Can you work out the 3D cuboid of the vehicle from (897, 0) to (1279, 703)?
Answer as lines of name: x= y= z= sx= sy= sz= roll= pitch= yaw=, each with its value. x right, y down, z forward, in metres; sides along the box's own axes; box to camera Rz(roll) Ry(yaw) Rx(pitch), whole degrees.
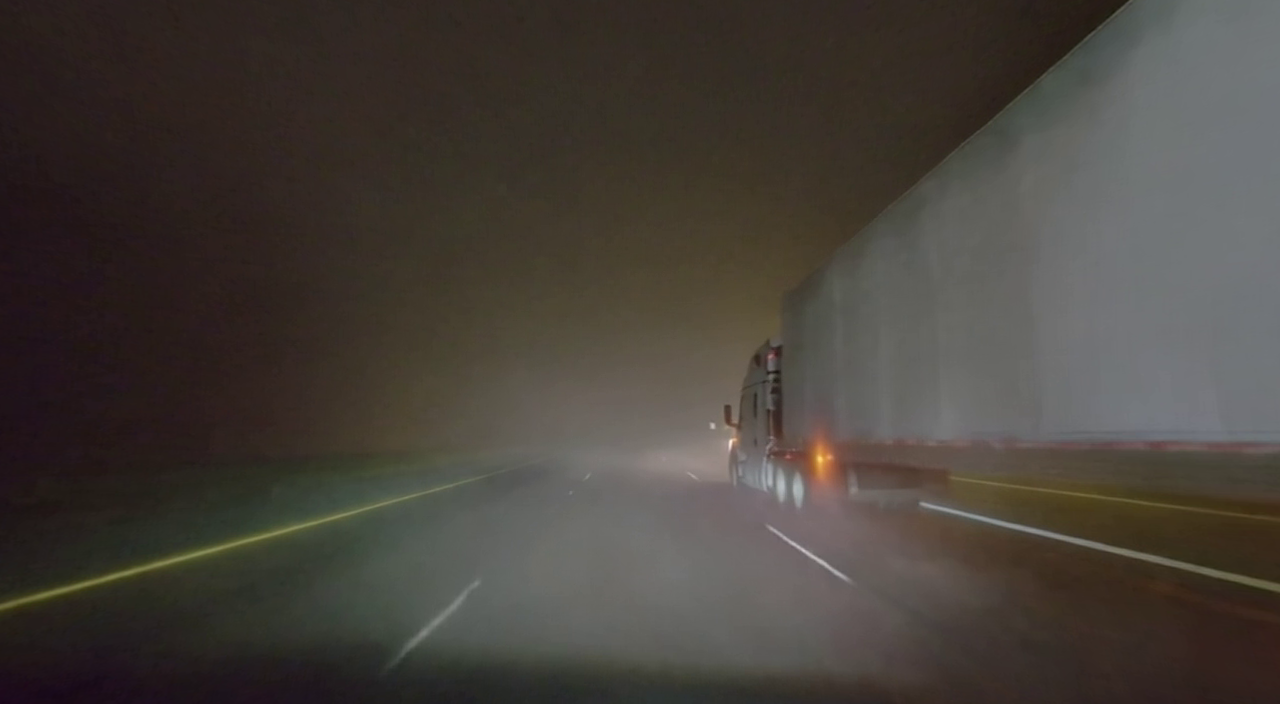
vehicle: x=4.394 y=-0.373 z=2.354 sx=2.880 sy=3.986 sz=9.103 roll=0 pitch=-8 yaw=0
